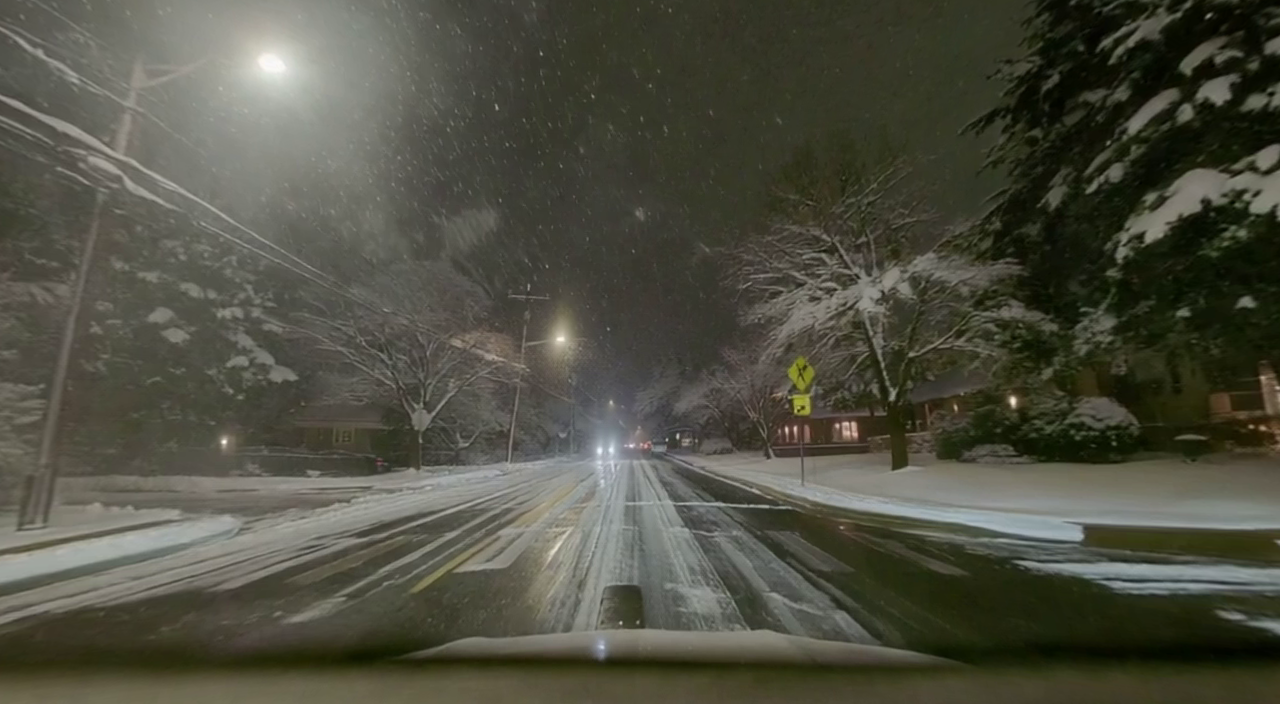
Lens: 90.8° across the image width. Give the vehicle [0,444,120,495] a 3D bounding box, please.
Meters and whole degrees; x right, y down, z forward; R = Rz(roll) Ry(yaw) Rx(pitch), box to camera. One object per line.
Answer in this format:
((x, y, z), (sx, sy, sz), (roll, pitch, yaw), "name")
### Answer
((-19.391, 3.646, 19.806), (4.354, 1.471, 1.935), (0, -8, -1), "vehicle")
